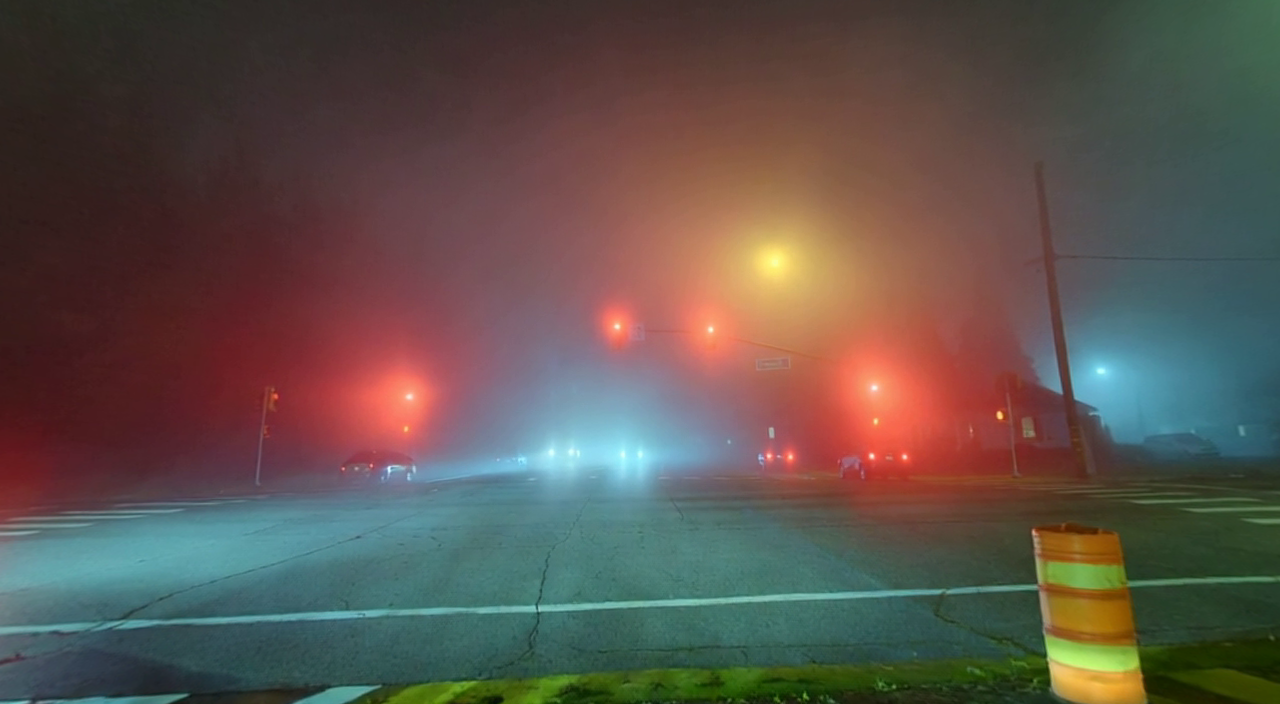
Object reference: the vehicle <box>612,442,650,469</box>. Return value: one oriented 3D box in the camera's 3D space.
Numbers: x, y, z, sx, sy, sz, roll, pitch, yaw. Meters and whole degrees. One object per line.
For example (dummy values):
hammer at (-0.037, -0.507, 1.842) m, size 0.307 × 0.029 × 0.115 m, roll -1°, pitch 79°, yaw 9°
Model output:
vehicle at (-0.511, 6.103, 37.364) m, size 2.105 × 1.457 × 4.173 m, roll 0°, pitch -8°, yaw -1°

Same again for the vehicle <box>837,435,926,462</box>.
vehicle at (15.363, 6.178, 40.321) m, size 4.892 × 1.656 × 1.856 m, roll 0°, pitch -8°, yaw 0°

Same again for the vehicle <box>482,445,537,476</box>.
vehicle at (-6.614, 5.528, 32.406) m, size 1.881 × 1.452 × 4.121 m, roll 0°, pitch -8°, yaw 0°

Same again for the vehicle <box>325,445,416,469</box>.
vehicle at (-16.391, 6.397, 38.601) m, size 4.713 × 1.409 × 1.918 m, roll 0°, pitch -8°, yaw -2°
